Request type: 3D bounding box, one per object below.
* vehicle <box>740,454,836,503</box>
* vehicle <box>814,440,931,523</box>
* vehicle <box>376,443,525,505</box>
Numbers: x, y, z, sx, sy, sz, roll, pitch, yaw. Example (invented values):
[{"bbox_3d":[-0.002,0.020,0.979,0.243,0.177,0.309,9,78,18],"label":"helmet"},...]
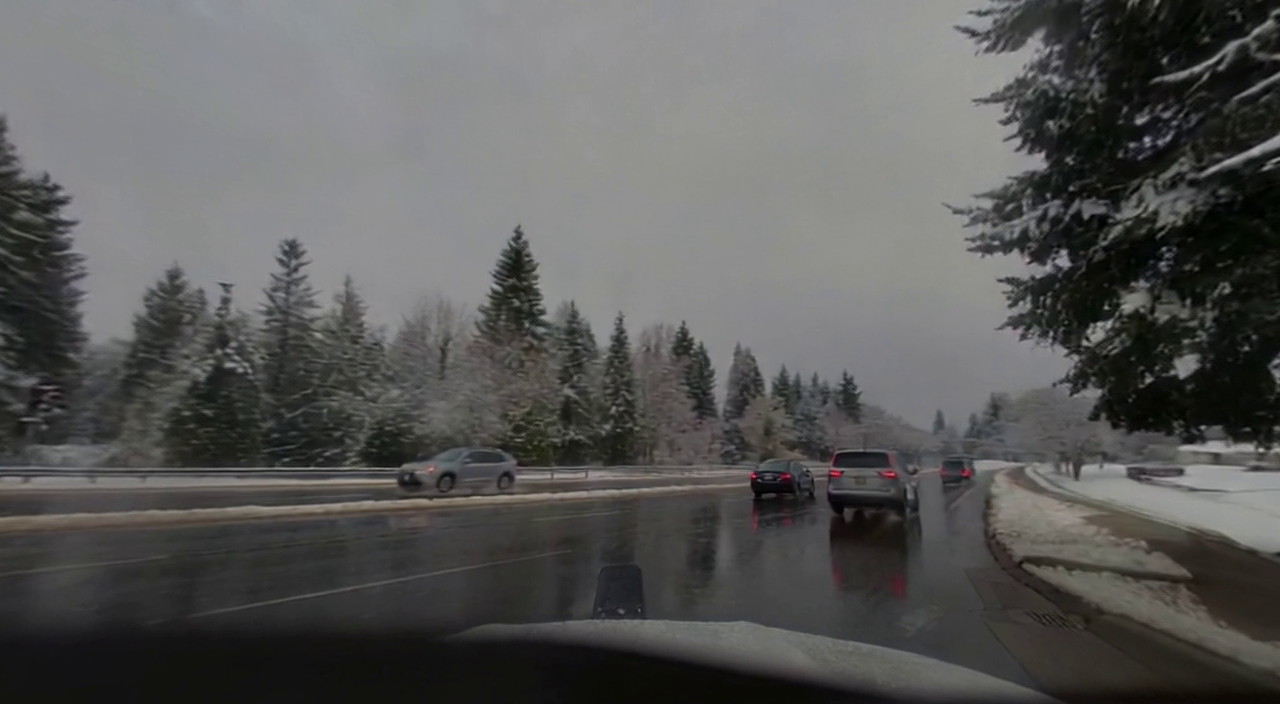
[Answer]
[{"bbox_3d":[5.762,4.758,24.170,2.123,1.592,4.505,-6,-10,32],"label":"vehicle"},{"bbox_3d":[6.232,3.265,16.604,2.125,1.830,4.370,-5,-10,29],"label":"vehicle"},{"bbox_3d":[-6.240,4.004,21.329,1.973,1.826,4.538,-6,-10,33],"label":"vehicle"}]
